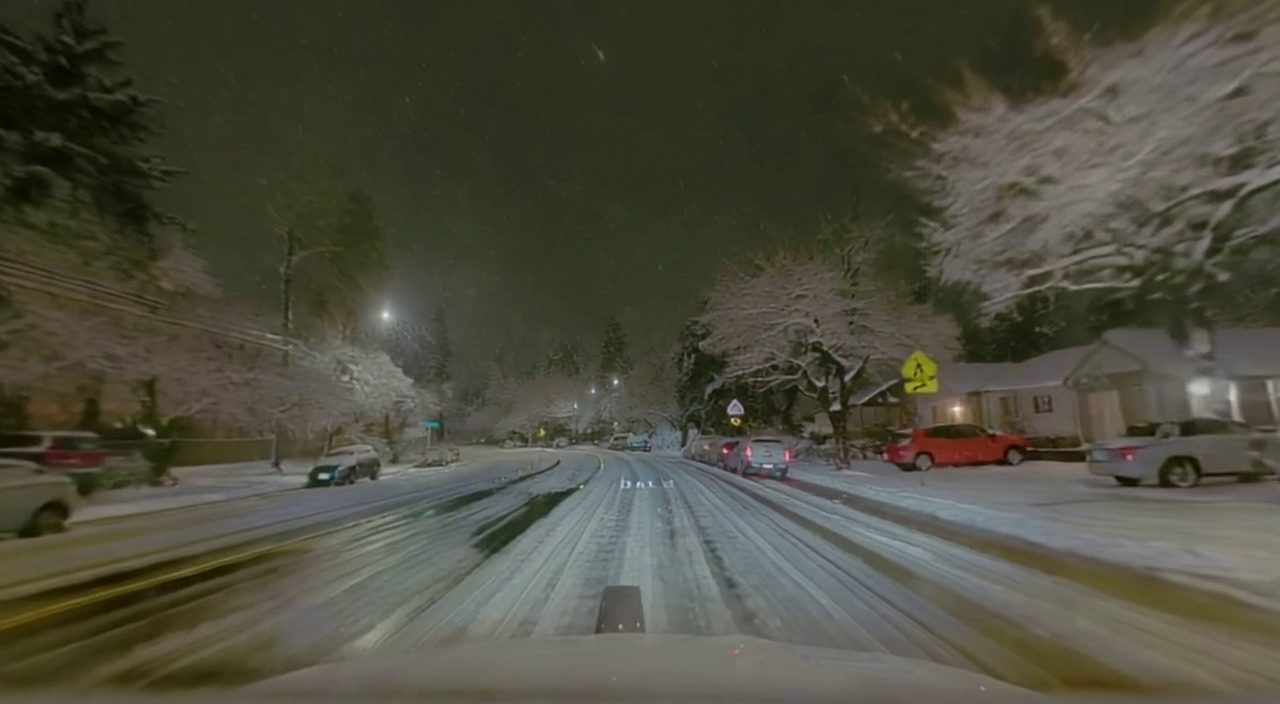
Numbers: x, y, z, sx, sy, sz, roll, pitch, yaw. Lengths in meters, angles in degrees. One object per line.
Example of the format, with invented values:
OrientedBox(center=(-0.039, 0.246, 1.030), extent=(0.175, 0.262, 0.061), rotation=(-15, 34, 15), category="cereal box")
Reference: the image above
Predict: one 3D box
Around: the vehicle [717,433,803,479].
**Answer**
OrientedBox(center=(4.980, 4.390, 27.169), extent=(1.954, 1.732, 6.409), rotation=(2, -8, -5), category="vehicle")

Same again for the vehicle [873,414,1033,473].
OrientedBox(center=(11.757, 3.466, 23.906), extent=(4.882, 1.766, 2.040), rotation=(-4, -9, -4), category="vehicle")

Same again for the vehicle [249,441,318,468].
OrientedBox(center=(-20.785, 5.967, 36.918), extent=(1.942, 1.464, 4.537), rotation=(1, -9, -8), category="vehicle")

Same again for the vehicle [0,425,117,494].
OrientedBox(center=(-18.988, 3.056, 18.581), extent=(5.098, 1.795, 1.979), rotation=(4, -11, 0), category="vehicle")

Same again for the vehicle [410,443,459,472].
OrientedBox(center=(-13.097, 6.734, 40.375), extent=(2.292, 1.499, 4.661), rotation=(-4, -8, -11), category="vehicle")

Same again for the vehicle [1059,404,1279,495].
OrientedBox(center=(12.661, 2.193, 14.640), extent=(4.357, 1.792, 2.244), rotation=(-1, -7, -10), category="vehicle")
